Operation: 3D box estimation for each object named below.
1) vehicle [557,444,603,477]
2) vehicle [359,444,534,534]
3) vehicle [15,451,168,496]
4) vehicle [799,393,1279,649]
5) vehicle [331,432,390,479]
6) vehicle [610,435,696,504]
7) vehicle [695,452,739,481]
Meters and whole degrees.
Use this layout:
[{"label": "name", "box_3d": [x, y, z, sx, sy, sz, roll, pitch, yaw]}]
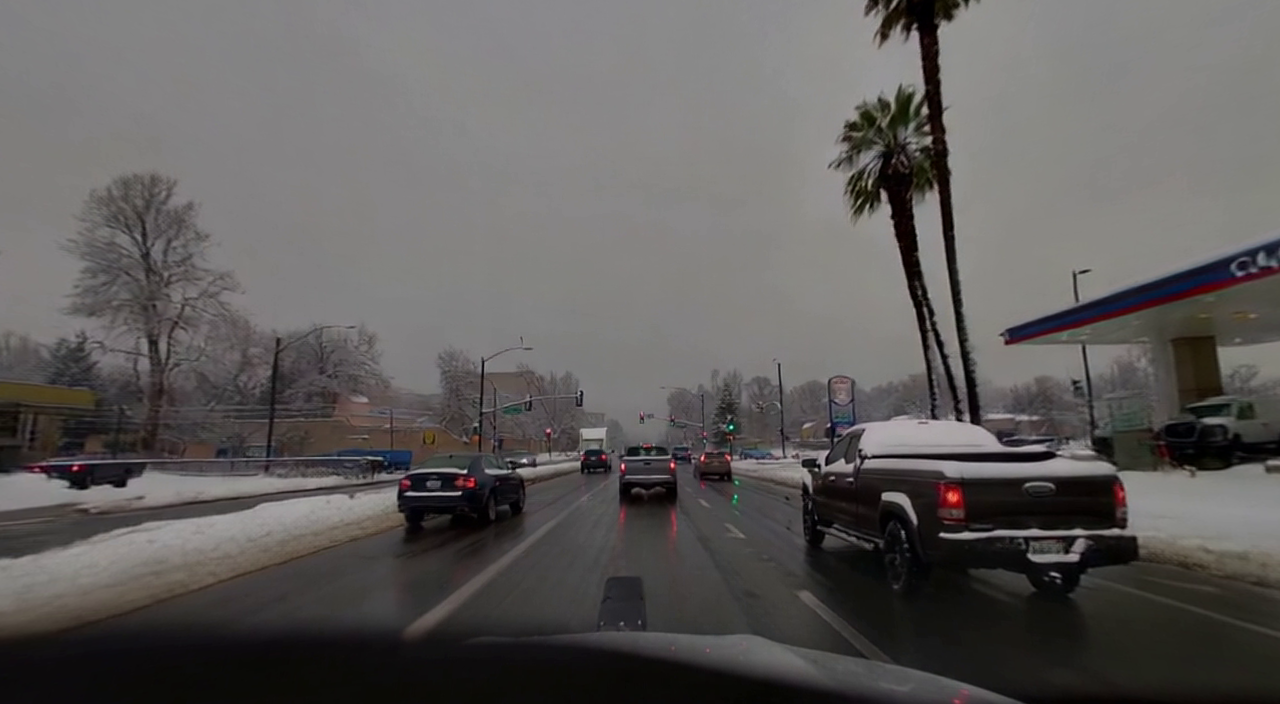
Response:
[{"label": "vehicle", "box_3d": [-3.424, 6.315, 36.780, 2.071, 1.811, 4.605, 0, -9, 2]}, {"label": "vehicle", "box_3d": [-3.701, 2.697, 13.086, 1.983, 1.502, 4.720, 0, -9, 2]}, {"label": "vehicle", "box_3d": [-29.300, 6.448, 34.007, 2.543, 2.092, 6.613, 0, -9, -3]}, {"label": "vehicle", "box_3d": [3.633, 1.625, 7.345, 2.120, 1.828, 5.531, 0, -9, 0]}, {"label": "vehicle", "box_3d": [-18.141, 6.724, 40.699, 3.441, 2.870, 2.109, -9, -13, 43]}, {"label": "vehicle", "box_3d": [0.375, 3.583, 19.726, 2.295, 1.835, 5.471, 0, -9, 1]}, {"label": "vehicle", "box_3d": [4.030, 6.072, 33.503, 1.901, 1.401, 3.965, 0, -9, 1]}]
